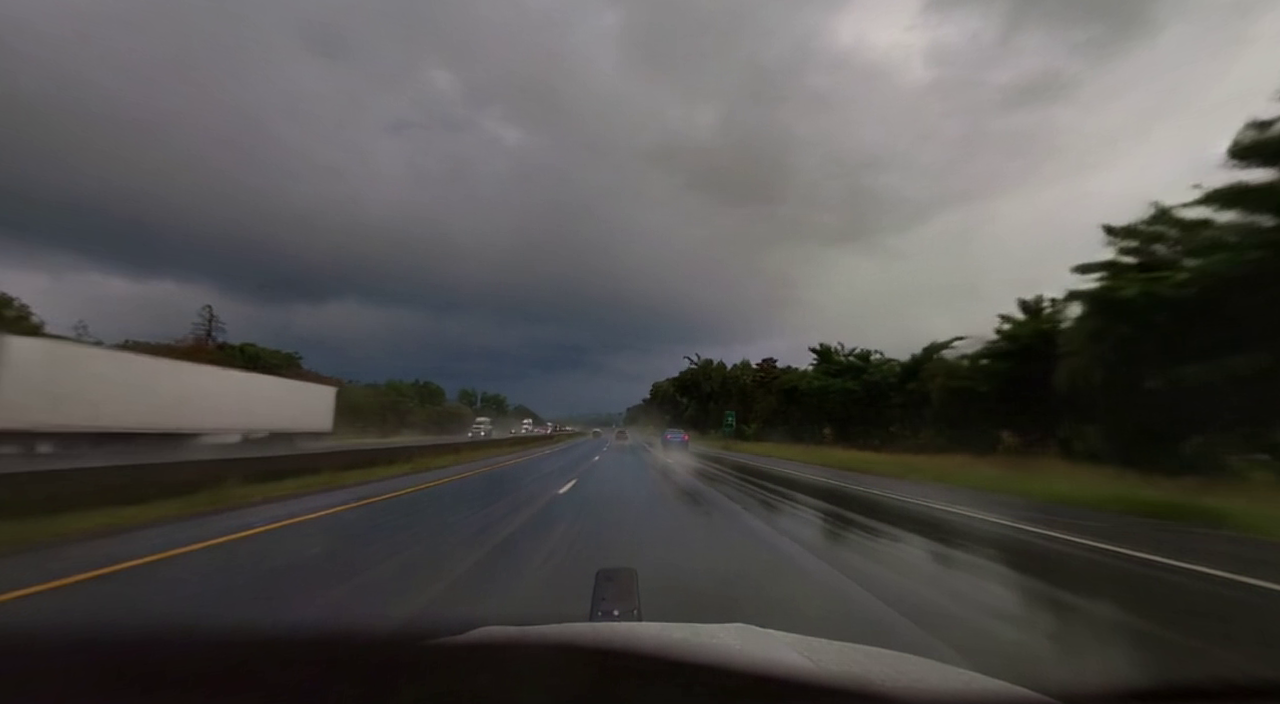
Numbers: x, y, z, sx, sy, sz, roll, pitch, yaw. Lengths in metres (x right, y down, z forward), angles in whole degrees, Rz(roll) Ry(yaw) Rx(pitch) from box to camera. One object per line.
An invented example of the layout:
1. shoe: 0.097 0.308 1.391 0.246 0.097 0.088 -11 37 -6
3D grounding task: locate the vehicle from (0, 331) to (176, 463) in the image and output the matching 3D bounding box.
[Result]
1. vehicle: -19.762 1.710 21.666 2.988 3.962 5.807 0 -8 -1

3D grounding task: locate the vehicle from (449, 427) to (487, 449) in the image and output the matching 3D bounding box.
1. vehicle: -12.350 6.242 45.560 1.814 1.477 4.133 1 -8 -4

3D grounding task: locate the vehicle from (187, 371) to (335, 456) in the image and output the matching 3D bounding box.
1. vehicle: -20.049 3.476 34.189 2.831 4.025 8.299 0 -8 -1
